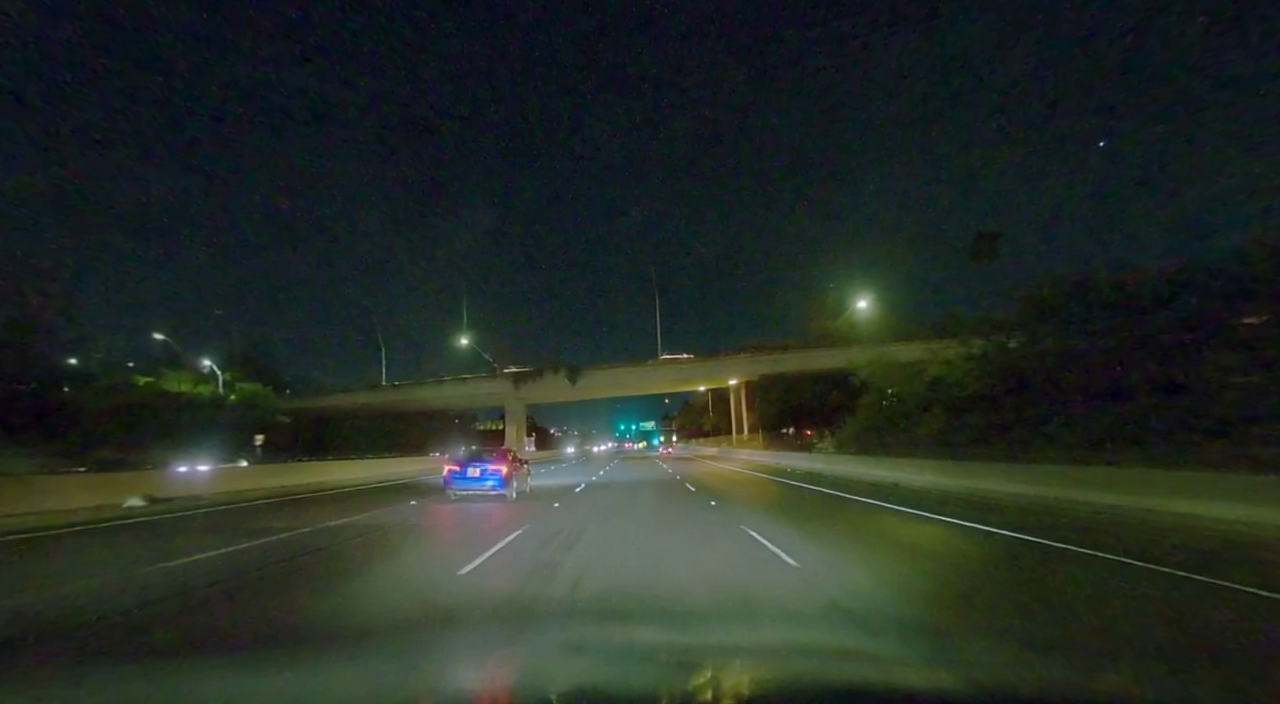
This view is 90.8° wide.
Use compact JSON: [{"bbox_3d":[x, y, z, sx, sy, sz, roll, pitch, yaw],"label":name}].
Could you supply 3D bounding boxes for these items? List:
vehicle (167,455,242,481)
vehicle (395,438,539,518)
[{"bbox_3d":[-28.103,7.447,40.915,1.809,1.504,4.361,0,-9,-1],"label":"vehicle"},{"bbox_3d":[-3.692,2.762,14.410,2.037,1.514,4.335,0,-9,0],"label":"vehicle"}]
